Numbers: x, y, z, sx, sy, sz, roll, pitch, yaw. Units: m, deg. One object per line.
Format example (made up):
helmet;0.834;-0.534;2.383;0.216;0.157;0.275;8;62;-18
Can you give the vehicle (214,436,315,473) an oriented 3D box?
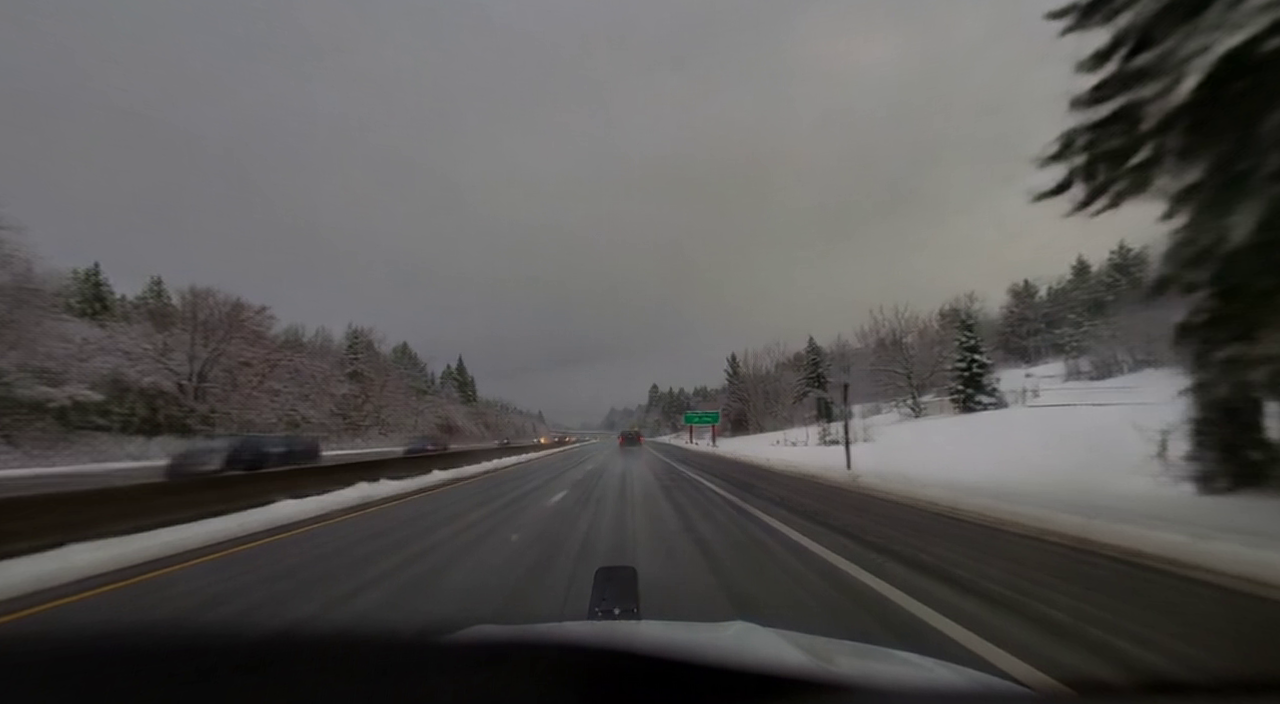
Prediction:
vehicle;-17.174;4.675;29.098;1.897;1.575;4.535;0;-8;-1

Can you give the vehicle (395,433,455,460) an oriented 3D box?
vehicle;-12.397;5.462;36.609;1.993;1.508;4.223;0;-8;-1

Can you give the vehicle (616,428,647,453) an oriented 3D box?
vehicle;-0.682;6.999;49.921;2.295;1.861;4.564;0;-8;-1
